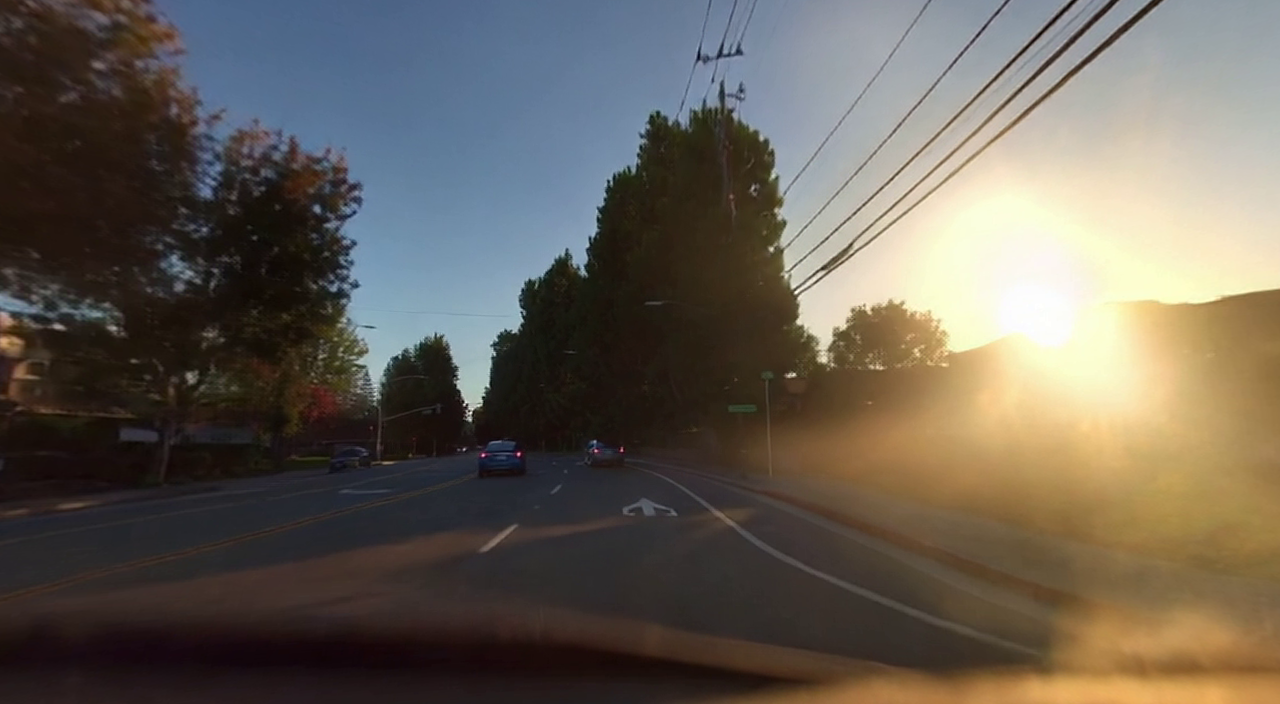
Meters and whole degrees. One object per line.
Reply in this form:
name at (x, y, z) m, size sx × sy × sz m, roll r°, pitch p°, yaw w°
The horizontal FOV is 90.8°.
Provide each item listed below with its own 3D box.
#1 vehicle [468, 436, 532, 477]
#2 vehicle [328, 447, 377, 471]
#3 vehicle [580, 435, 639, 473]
vehicle at (-5.259, 3.980, 24.260) m, size 1.913 × 1.425 × 4.235 m, roll 1°, pitch -9°, yaw -6°
vehicle at (-18.587, 6.905, 41.061) m, size 1.944 × 1.458 × 4.549 m, roll 2°, pitch -9°, yaw -12°
vehicle at (-1.429, 4.461, 27.753) m, size 2.168 × 1.504 × 4.284 m, roll 1°, pitch -9°, yaw -8°
